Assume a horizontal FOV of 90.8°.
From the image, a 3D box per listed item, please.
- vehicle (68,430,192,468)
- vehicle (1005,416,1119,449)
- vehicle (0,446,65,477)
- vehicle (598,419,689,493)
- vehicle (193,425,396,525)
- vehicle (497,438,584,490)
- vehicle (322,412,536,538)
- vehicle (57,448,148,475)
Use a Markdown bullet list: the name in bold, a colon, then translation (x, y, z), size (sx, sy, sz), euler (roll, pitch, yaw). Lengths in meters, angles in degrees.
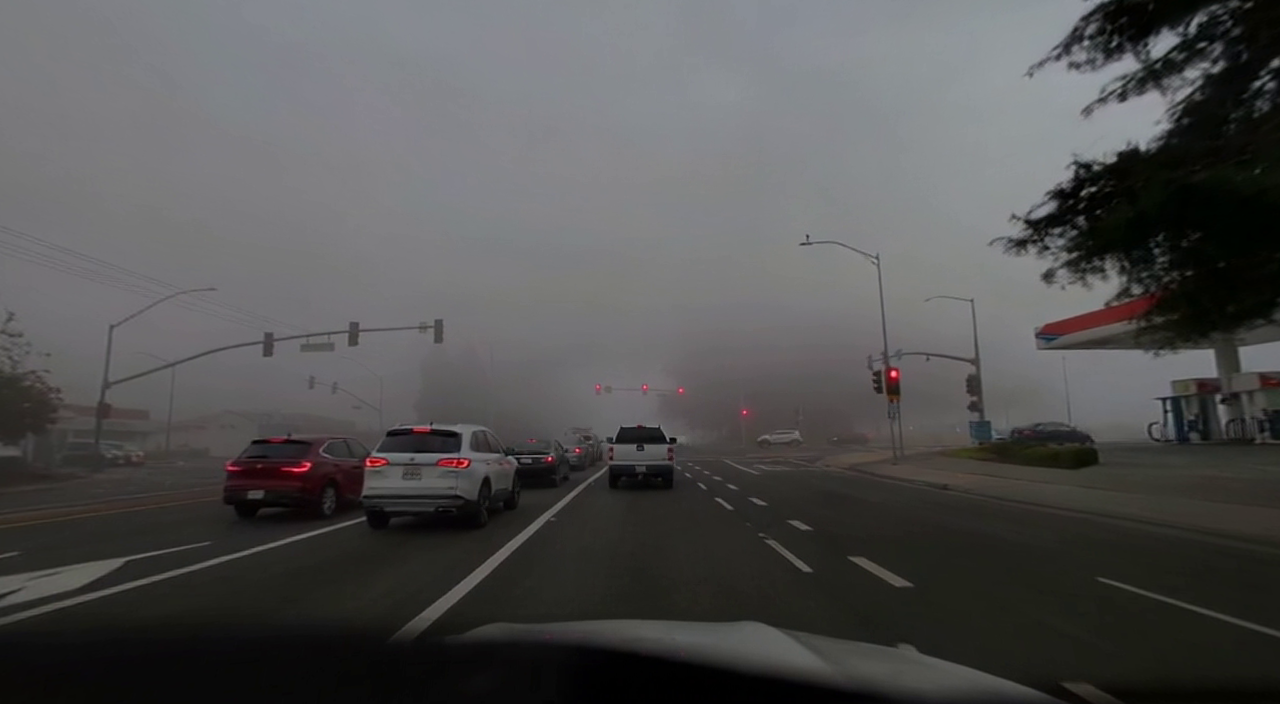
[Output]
- **vehicle**: translation (-37.646, 7.204, 46.785), size (6.971, 2.685, 2.340), euler (0, -9, 0)
- **vehicle**: translation (27.902, 5.343, 41.902), size (5.782, 1.950, 2.225), euler (-2, -8, 3)
- **vehicle**: translation (-40.777, 6.995, 40.412), size (5.808, 1.893, 2.225), euler (0, -9, 2)
- **vehicle**: translation (0.104, 2.945, 18.121), size (2.224, 1.819, 5.005), euler (0, -9, 0)
- **vehicle**: translation (-6.379, 2.291, 12.227), size (1.790, 1.605, 3.696), euler (0, -9, 0)
- **vehicle**: translation (-2.910, 3.386, 19.391), size (1.881, 1.424, 4.098), euler (0, -9, 2)
- **vehicle**: translation (-3.253, 2.009, 10.867), size (2.096, 1.718, 4.266), euler (0, -9, 2)
- **vehicle**: translation (-36.419, 7.404, 42.849), size (4.661, 1.456, 1.817), euler (-3, -7, 2)
